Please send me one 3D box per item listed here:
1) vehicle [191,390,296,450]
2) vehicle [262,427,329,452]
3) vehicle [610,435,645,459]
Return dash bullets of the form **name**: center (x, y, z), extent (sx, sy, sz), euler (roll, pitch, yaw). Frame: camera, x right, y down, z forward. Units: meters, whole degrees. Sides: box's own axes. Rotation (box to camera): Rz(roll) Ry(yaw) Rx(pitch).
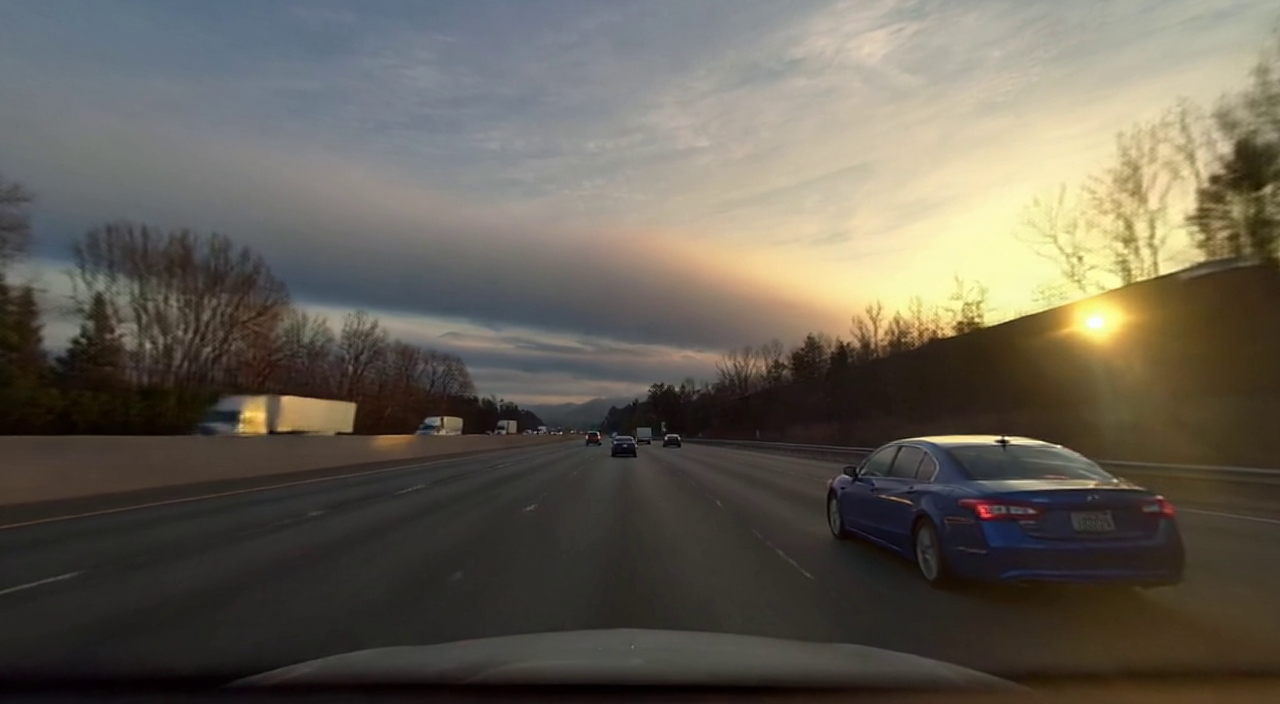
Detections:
- **vehicle**: center (-26.257, 4.613, 42.023), extent (3.178, 3.670, 6.015), euler (0, -8, -3)
- **vehicle**: center (-22.389, 5.707, 41.049), extent (1.910, 1.478, 4.502), euler (0, -8, -1)
- **vehicle**: center (-0.822, 6.041, 40.210), extent (2.121, 1.445, 4.187), euler (0, -8, -2)
